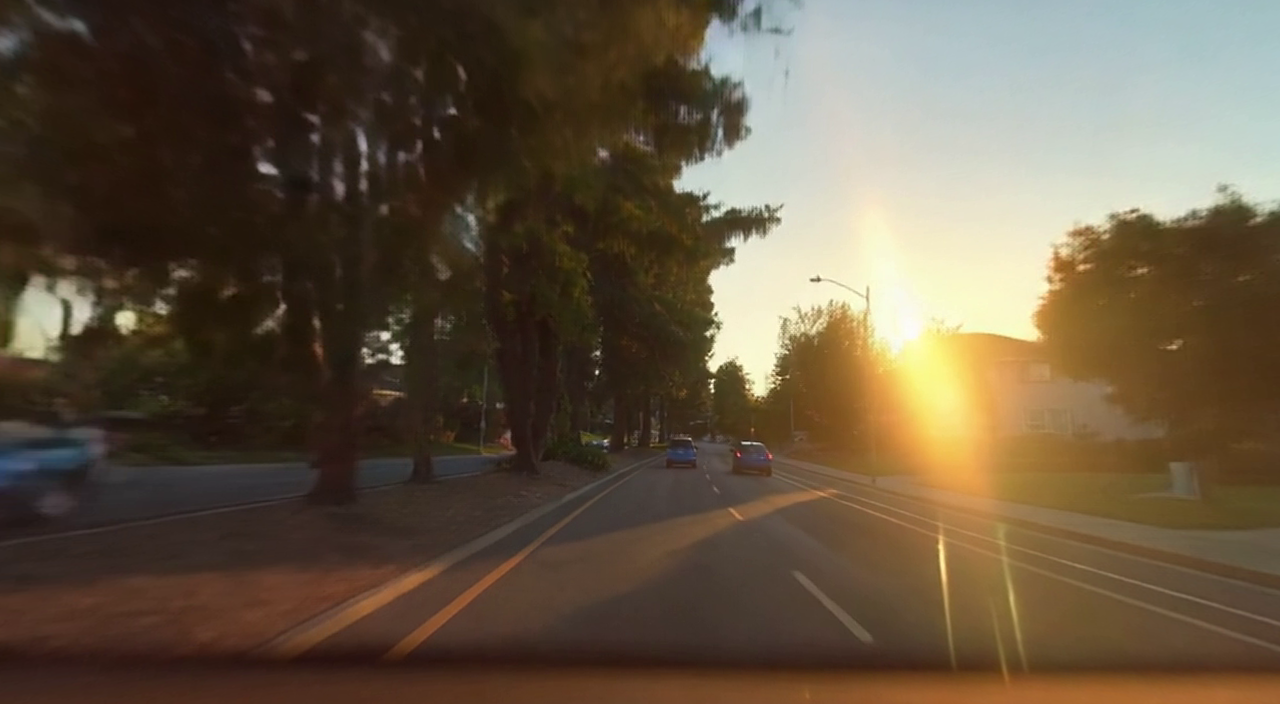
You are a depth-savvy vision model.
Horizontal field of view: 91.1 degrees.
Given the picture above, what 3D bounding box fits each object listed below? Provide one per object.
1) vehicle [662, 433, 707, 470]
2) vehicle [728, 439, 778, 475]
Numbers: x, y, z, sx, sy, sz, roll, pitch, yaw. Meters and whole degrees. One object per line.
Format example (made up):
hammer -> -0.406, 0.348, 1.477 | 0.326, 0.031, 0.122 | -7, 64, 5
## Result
vehicle -> 2.372, 5.295, 33.477 | 2.251, 1.822, 4.391 | -1, -9, 4
vehicle -> 5.600, 5.271, 31.641 | 1.971, 1.663, 4.287 | 0, -9, 3
